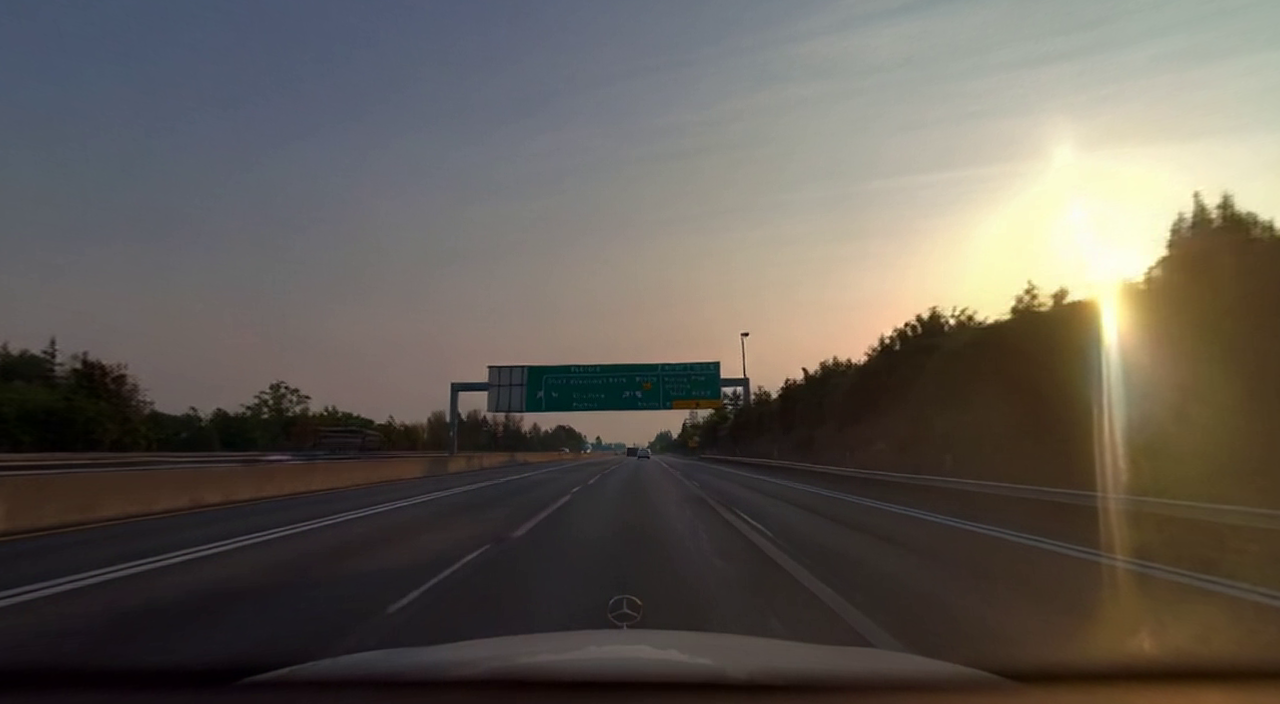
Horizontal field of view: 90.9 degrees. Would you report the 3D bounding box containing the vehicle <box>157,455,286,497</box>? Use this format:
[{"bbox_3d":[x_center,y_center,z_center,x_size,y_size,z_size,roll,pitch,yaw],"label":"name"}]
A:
[{"bbox_3d":[-16.661,4.910,25.437,1.874,1.474,4.784,0,-9,1],"label":"vehicle"}]
